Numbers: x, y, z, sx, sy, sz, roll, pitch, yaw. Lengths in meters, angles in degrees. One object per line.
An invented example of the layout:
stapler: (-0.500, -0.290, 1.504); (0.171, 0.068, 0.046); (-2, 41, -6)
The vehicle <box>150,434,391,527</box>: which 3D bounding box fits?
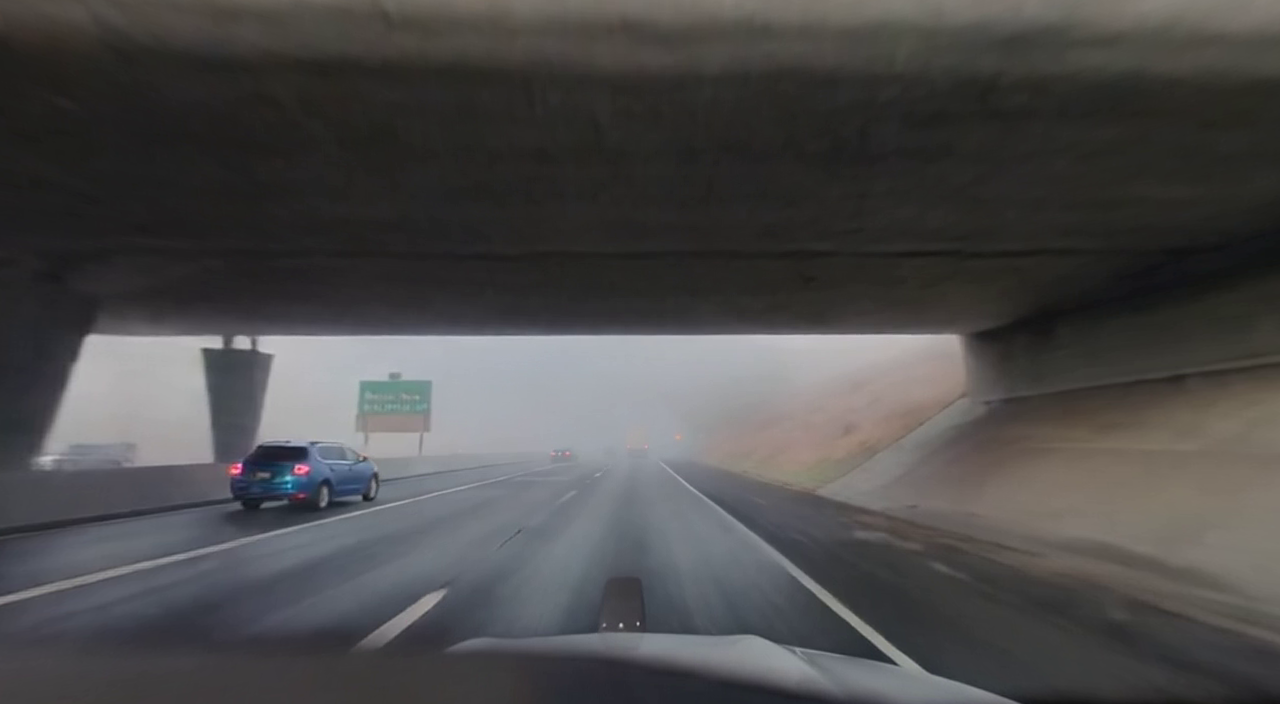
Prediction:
vehicle: (-7.075, 2.484, 12.836); (2.096, 1.541, 4.610); (0, -8, 0)
